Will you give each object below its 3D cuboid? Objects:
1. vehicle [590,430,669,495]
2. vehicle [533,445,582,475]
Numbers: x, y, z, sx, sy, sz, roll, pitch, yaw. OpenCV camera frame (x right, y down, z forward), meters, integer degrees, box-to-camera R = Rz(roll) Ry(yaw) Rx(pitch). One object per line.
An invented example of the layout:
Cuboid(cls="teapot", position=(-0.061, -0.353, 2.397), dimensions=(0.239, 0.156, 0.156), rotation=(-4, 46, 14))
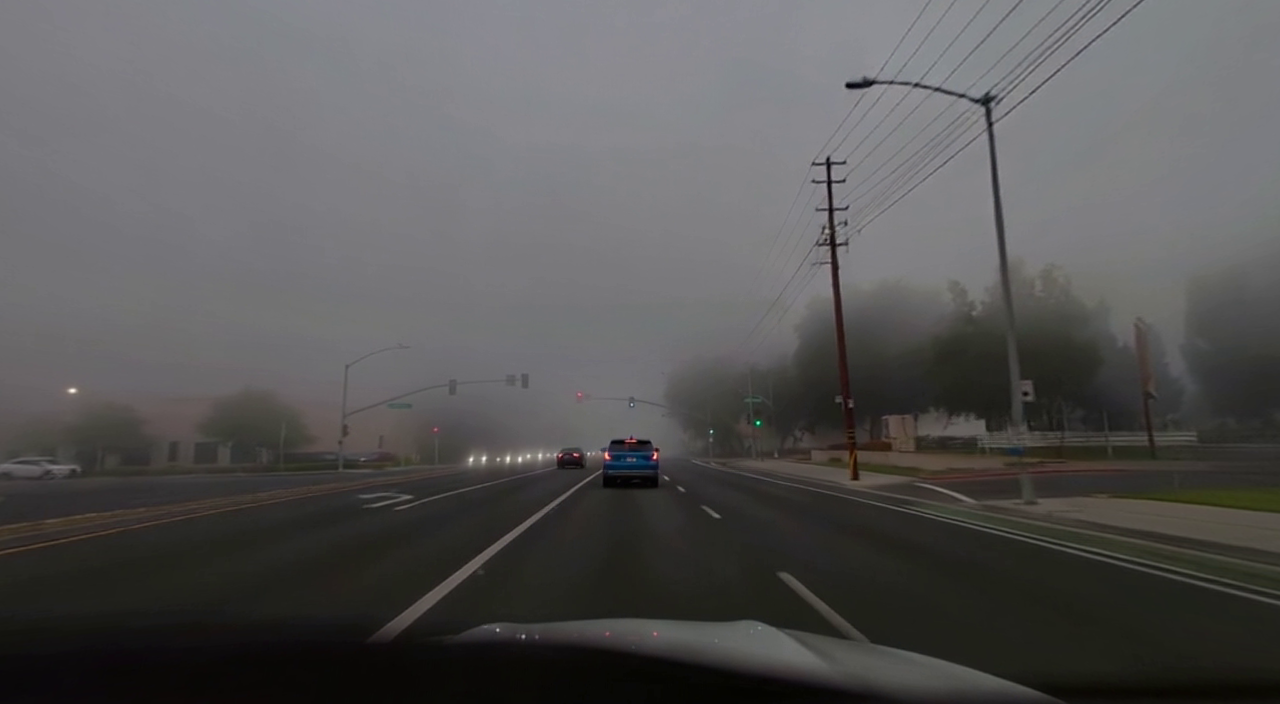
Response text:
Cuboid(cls="vehicle", position=(-0.352, 3.405, 19.771), dimensions=(2.188, 1.782, 3.982), rotation=(0, -8, -2))
Cuboid(cls="vehicle", position=(-4.222, 5.616, 33.158), dimensions=(2.075, 1.474, 4.367), rotation=(0, -8, -1))
